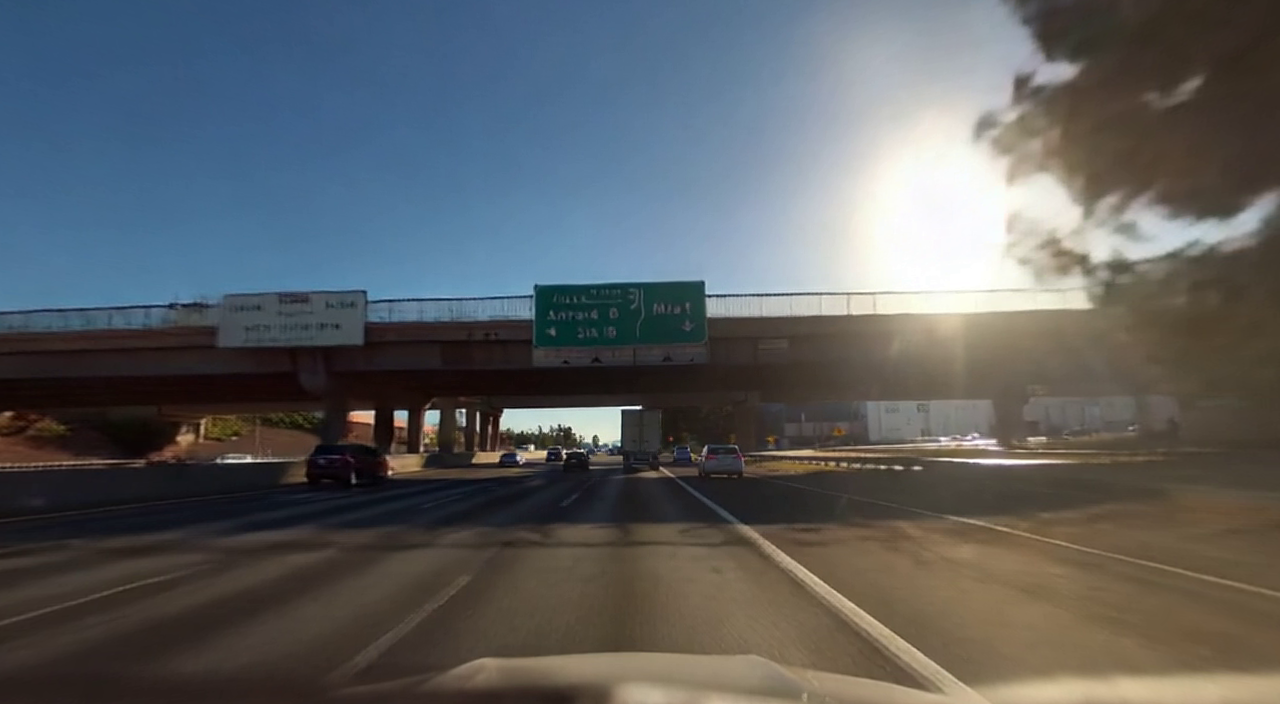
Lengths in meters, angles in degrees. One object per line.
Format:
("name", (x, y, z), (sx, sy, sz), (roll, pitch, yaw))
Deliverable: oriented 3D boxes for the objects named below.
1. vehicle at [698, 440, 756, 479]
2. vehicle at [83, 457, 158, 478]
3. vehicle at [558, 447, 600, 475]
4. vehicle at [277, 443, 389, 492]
("vehicle", (4.014, 5.070, 29.858), (2.107, 1.707, 4.445), (0, -9, -1))
("vehicle", (-38.459, 8.533, 46.728), (1.777, 1.463, 4.428), (0, -9, 0))
("vehicle", (-3.618, 6.511, 37.936), (2.083, 1.576, 4.307), (0, -9, 0))
("vehicle", (-11.221, 4.242, 23.409), (1.966, 1.627, 4.258), (0, -9, 0))
